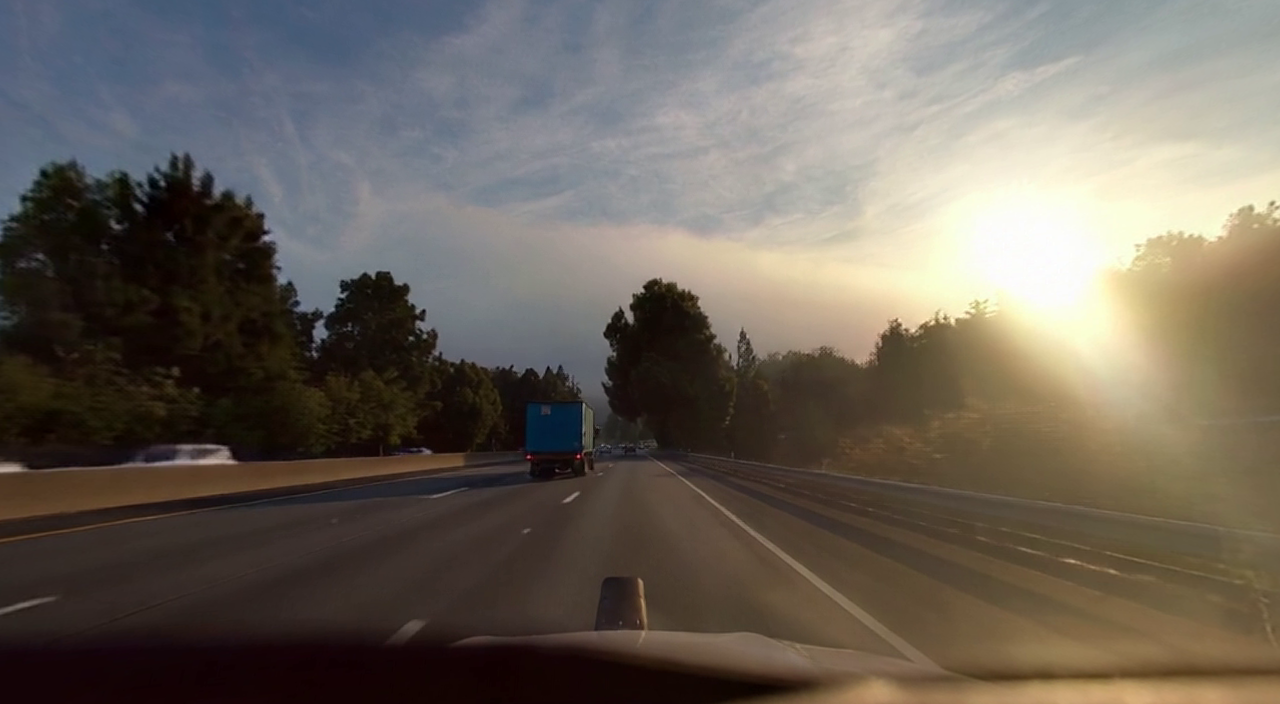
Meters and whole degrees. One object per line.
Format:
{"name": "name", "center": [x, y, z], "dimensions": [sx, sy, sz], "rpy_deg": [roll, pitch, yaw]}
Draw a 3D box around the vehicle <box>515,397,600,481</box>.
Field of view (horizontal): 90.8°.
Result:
{"name": "vehicle", "center": [-3.553, 4.082, 29.410], "dimensions": [2.874, 3.309, 8.208], "rpy_deg": [0, -8, 0]}
